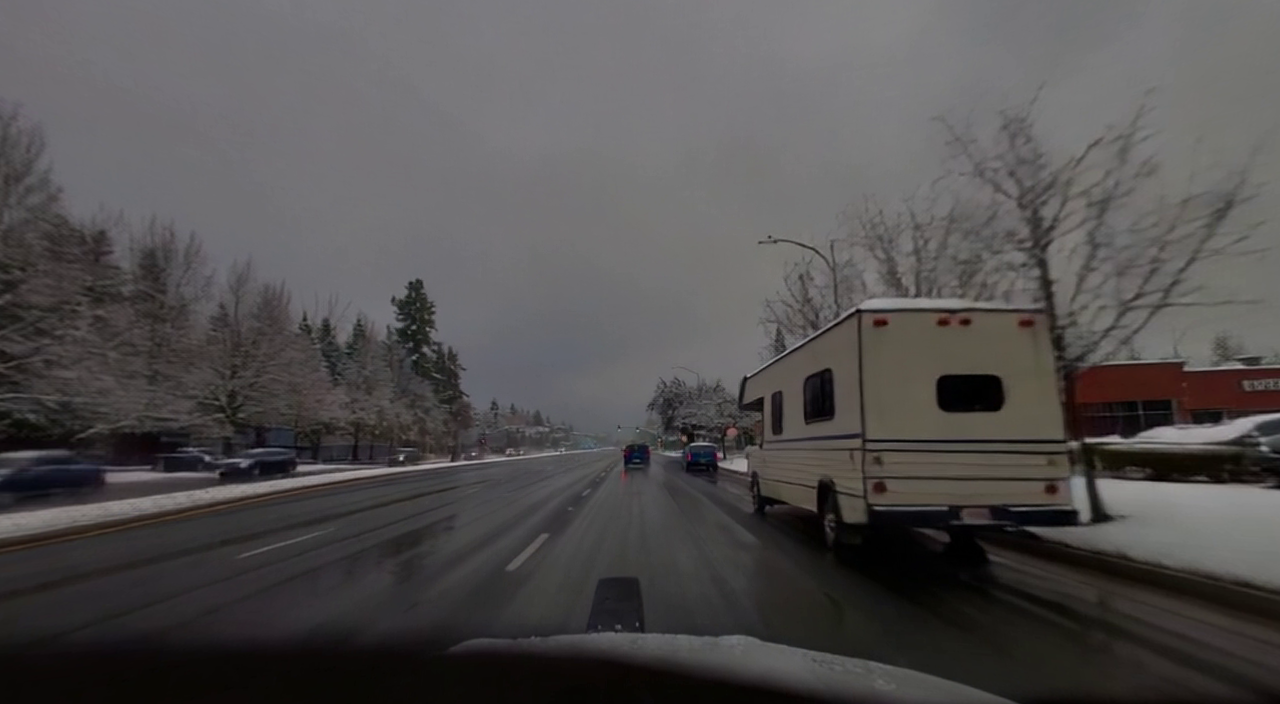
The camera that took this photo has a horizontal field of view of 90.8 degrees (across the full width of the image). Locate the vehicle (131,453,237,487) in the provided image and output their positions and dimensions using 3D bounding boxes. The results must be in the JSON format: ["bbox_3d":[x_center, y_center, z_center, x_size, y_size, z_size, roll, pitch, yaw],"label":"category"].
[{"bbox_3d":[-25.437,6.568,35.579,2.013,1.744,5.354,0,-9,-1],"label":"vehicle"}]

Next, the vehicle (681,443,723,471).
[{"bbox_3d":[3.887,6.692,40.385,2.060,1.611,4.675,0,-9,-2],"label":"vehicle"}]

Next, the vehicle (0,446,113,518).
[{"bbox_3d":[-14.801,2.926,14.339,2.028,1.535,4.217,0,-9,0],"label":"vehicle"}]

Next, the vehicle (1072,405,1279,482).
[{"bbox_3d":[14.110,2.405,16.512,4.312,1.647,1.921,-9,-10,29],"label":"vehicle"}]

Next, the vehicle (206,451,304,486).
[{"bbox_3d":[-18.091,5.461,29.978,1.889,1.507,4.388,0,-9,0],"label":"vehicle"}]

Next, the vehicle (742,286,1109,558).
[{"bbox_3d":[4.004,1.429,11.491,2.924,3.250,7.780,-1,-9,0],"label":"vehicle"}]

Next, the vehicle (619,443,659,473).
[{"bbox_3d":[-0.094,5.925,35.463,2.103,1.506,4.742,0,-9,-1],"label":"vehicle"}]
